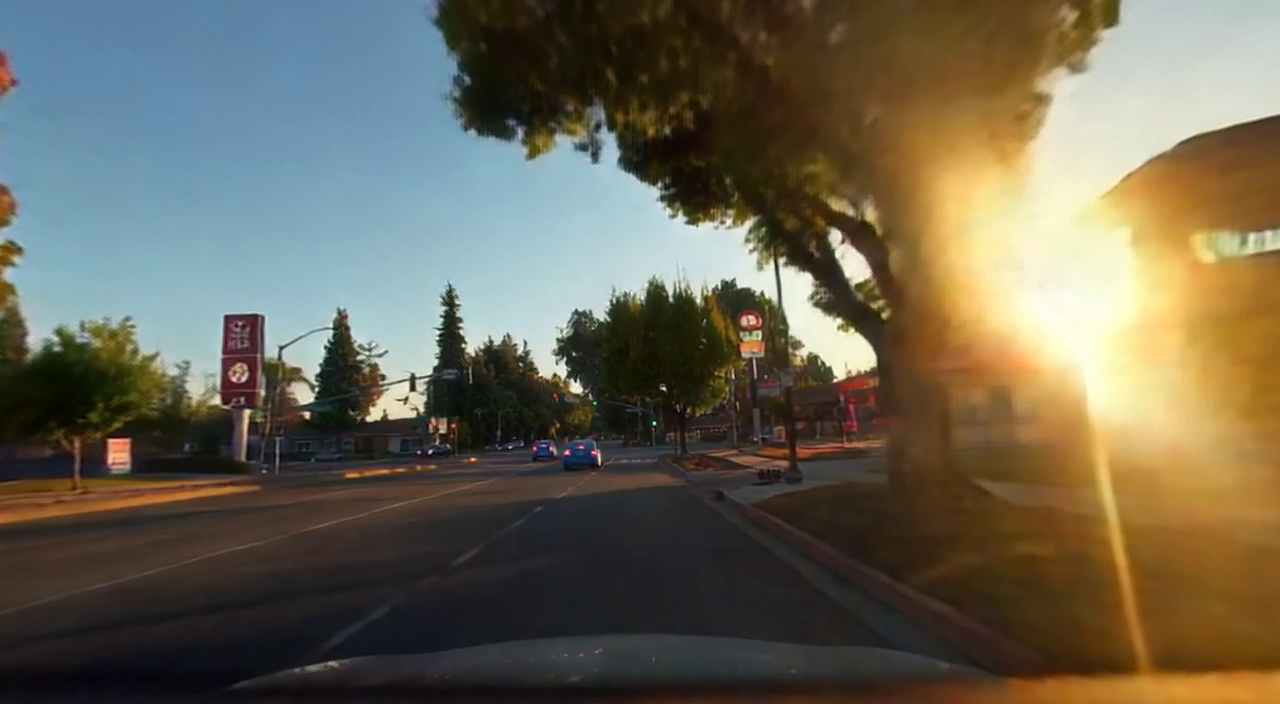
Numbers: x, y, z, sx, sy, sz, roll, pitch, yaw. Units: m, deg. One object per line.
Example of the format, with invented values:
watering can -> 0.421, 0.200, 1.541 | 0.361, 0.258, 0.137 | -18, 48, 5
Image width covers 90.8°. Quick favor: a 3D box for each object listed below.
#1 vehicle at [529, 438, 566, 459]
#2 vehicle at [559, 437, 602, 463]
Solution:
vehicle -> -6.737, 7.074, 46.429 | 1.966, 1.439, 4.161 | 0, -8, 2
vehicle -> -3.501, 5.877, 38.100 | 2.054, 1.449, 4.772 | 0, -8, 0
